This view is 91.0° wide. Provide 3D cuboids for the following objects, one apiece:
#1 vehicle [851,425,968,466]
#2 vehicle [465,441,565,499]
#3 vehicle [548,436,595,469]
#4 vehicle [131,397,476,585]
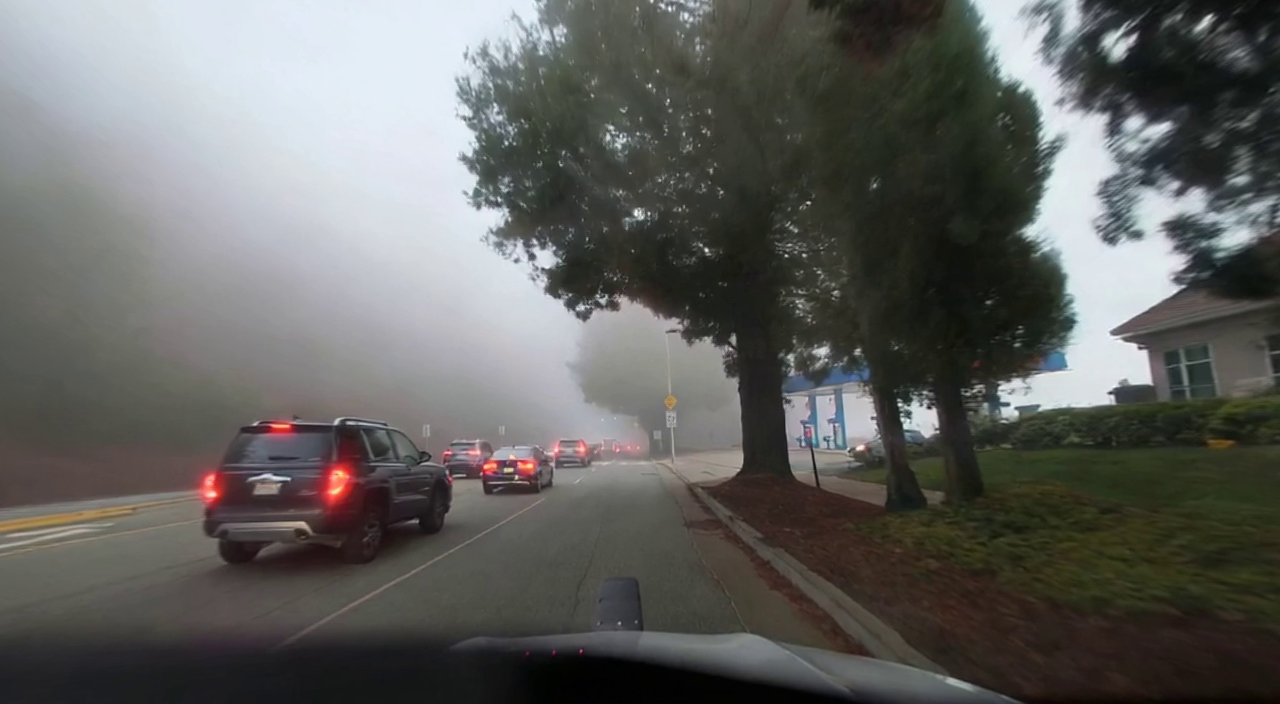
[{"bbox_3d":[12.126,4.224,28.574,4.385,1.439,1.912,-5,-7,4],"label":"vehicle"},{"bbox_3d":[-3.479,3.362,18.379,1.888,1.452,4.303,-1,-8,2],"label":"vehicle"},{"bbox_3d":[-4.069,6.051,38.082,2.306,1.815,4.476,0,-8,1],"label":"vehicle"},{"bbox_3d":[-4.054,1.768,8.854,2.071,1.896,4.782,0,-9,2],"label":"vehicle"}]
